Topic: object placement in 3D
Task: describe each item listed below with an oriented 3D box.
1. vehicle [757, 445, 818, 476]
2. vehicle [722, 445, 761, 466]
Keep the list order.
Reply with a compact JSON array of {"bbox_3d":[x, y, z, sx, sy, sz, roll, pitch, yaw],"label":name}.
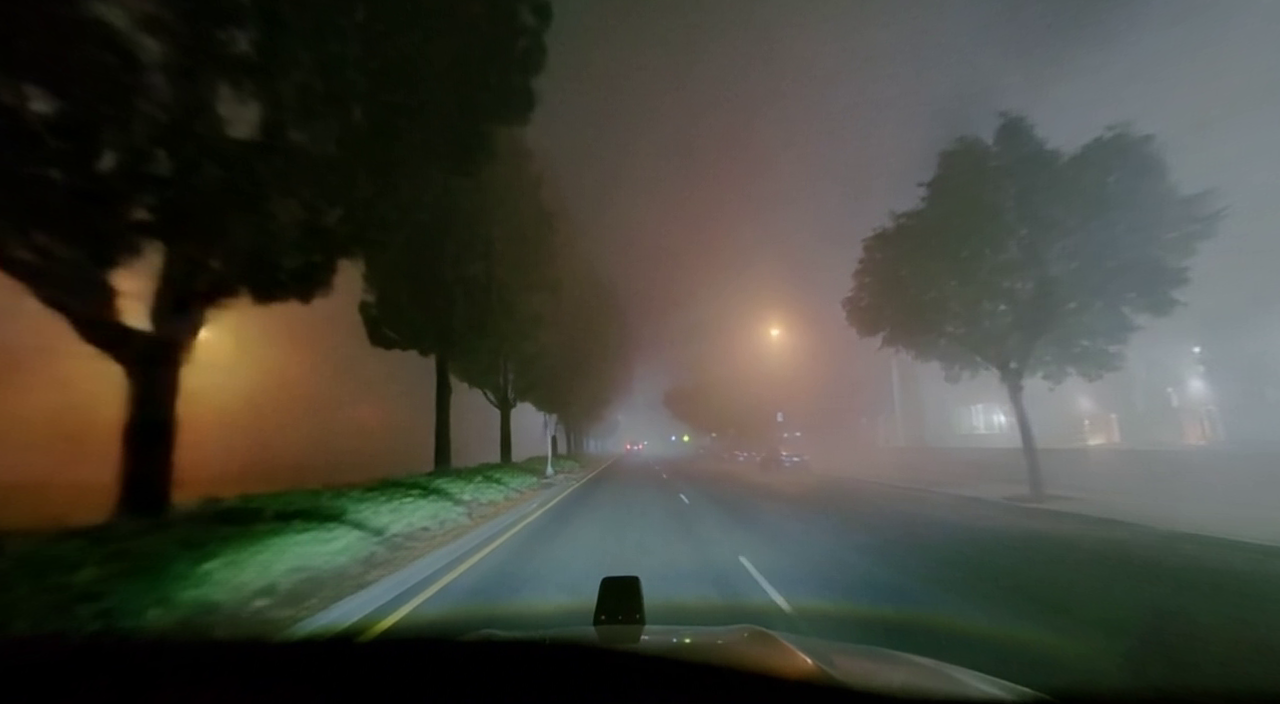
[{"bbox_3d":[7.468,5.521,32.479,1.991,1.446,4.685,0,-8,-1],"label":"vehicle"},{"bbox_3d":[7.487,7.657,47.042,2.024,1.447,4.665,0,-8,-1],"label":"vehicle"}]
